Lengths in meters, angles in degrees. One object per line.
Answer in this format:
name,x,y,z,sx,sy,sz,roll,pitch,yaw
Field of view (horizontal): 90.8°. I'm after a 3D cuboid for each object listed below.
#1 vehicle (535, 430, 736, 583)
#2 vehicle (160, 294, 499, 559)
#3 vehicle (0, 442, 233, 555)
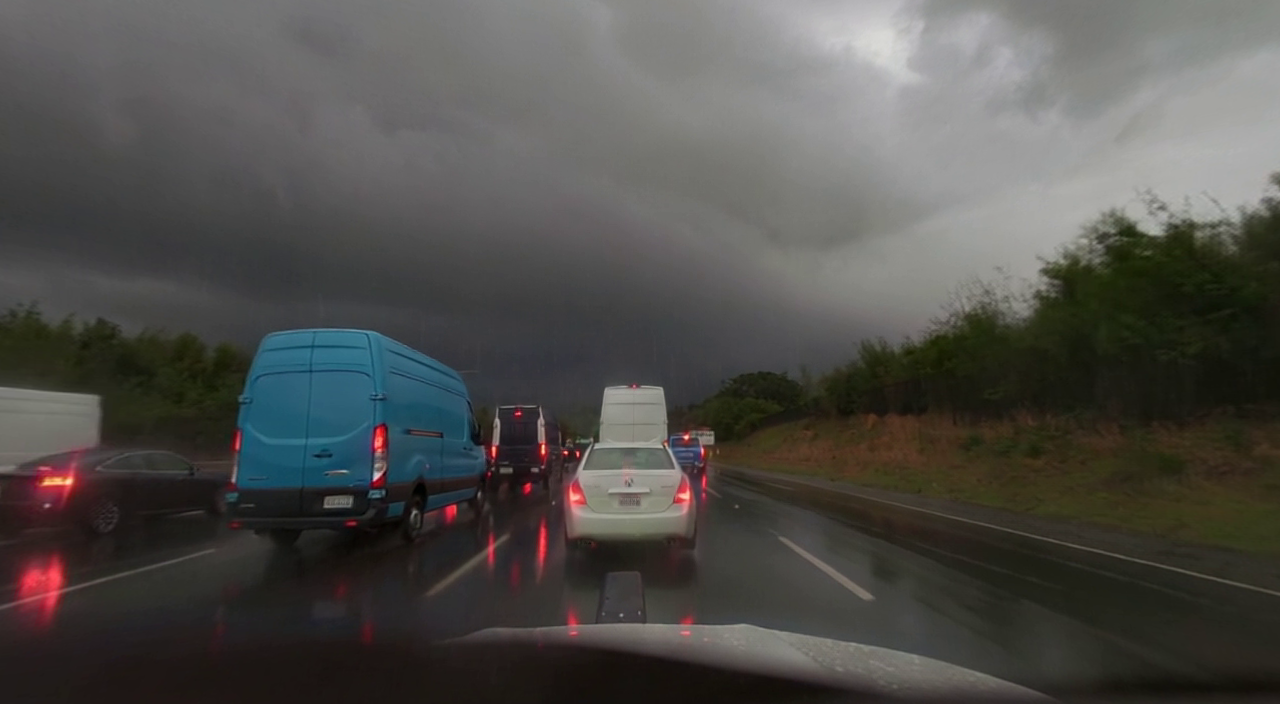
vehicle,-0.077,1.809,8.061,1.995,1.495,3.380,0,-9,-1
vehicle,-4.077,1.277,10.215,2.254,2.879,6.656,0,-9,-2
vehicle,-8.880,2.246,10.328,1.797,1.466,3.924,0,-9,0
